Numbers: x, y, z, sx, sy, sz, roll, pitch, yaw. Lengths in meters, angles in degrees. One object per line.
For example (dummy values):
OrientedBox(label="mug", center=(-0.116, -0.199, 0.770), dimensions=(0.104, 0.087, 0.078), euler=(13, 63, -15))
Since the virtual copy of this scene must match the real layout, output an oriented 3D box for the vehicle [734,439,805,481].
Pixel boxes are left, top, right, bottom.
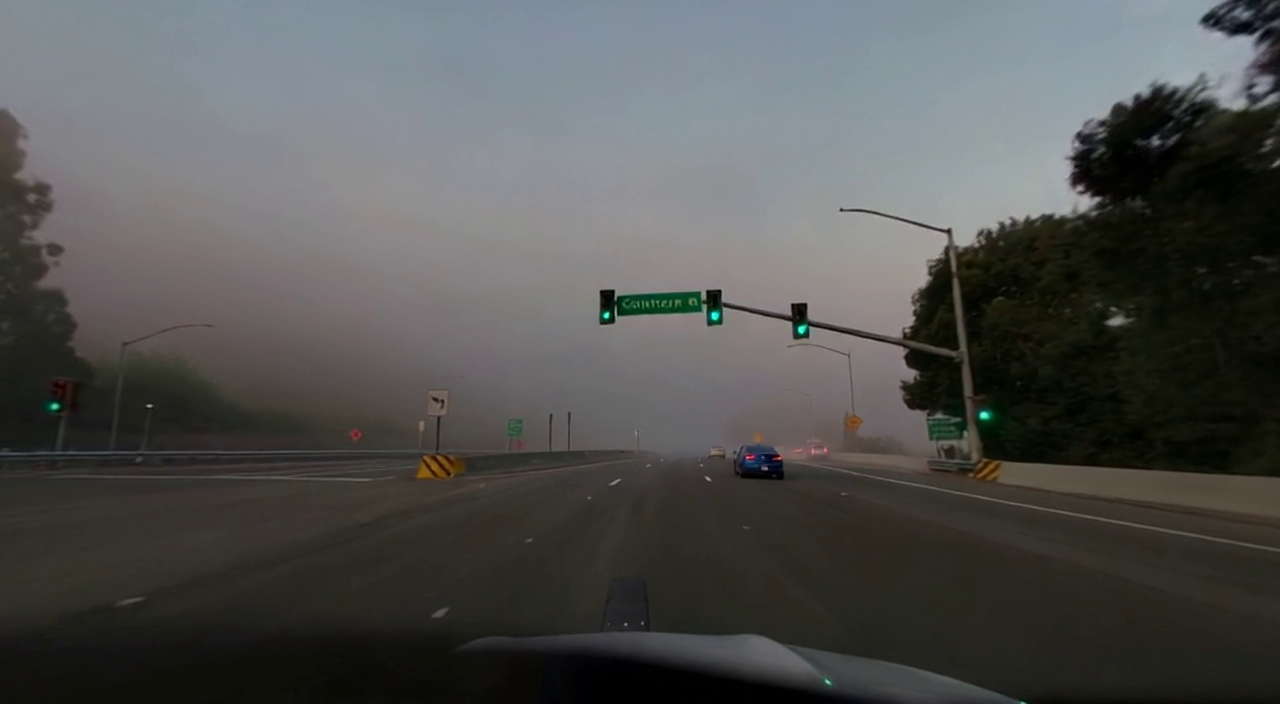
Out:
OrientedBox(label="vehicle", center=(4.896, 4.132, 24.388), dimensions=(1.916, 1.469, 4.481), euler=(0, -8, 2))
